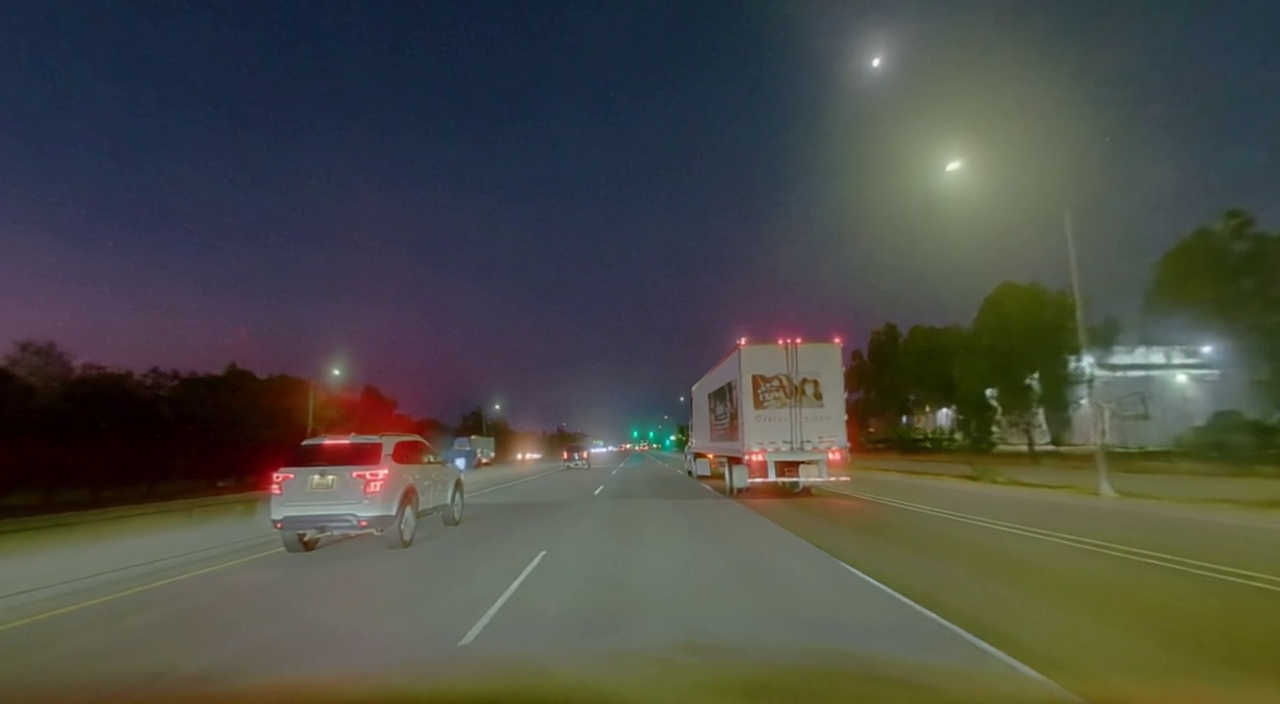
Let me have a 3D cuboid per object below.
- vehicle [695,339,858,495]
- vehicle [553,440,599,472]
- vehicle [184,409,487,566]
[{"bbox_3d":[4.277,2.787,23.983,2.998,4.236,13.886,0,-9,0],"label":"vehicle"},{"bbox_3d":[-3.603,5.990,36.262,2.139,1.716,4.530,0,-9,0],"label":"vehicle"},{"bbox_3d":[-4.019,1.890,9.493,2.202,1.760,4.617,0,-9,1],"label":"vehicle"}]
